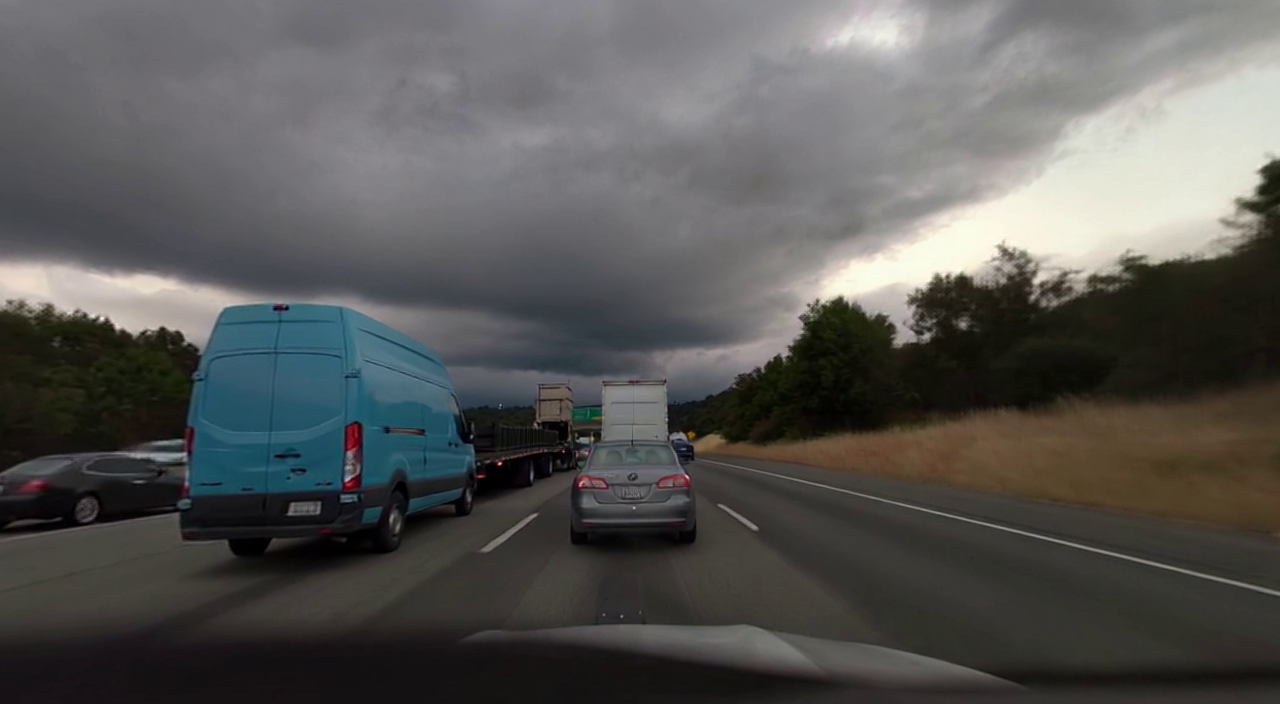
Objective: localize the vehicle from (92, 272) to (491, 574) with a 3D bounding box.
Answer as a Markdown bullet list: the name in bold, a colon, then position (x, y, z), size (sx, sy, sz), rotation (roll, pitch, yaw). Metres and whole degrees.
- **vehicle**: position (-4.066, 1.135, 9.380), size (2.254, 2.879, 6.656), rotation (0, -9, -2)

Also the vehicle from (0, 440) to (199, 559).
- **vehicle**: position (-8.876, 2.070, 9.348), size (1.797, 1.466, 3.924), rotation (0, -9, 0)

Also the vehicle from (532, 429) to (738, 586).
- **vehicle**: position (-0.076, 1.778, 7.888), size (1.995, 1.495, 3.380), rotation (0, -9, -1)
